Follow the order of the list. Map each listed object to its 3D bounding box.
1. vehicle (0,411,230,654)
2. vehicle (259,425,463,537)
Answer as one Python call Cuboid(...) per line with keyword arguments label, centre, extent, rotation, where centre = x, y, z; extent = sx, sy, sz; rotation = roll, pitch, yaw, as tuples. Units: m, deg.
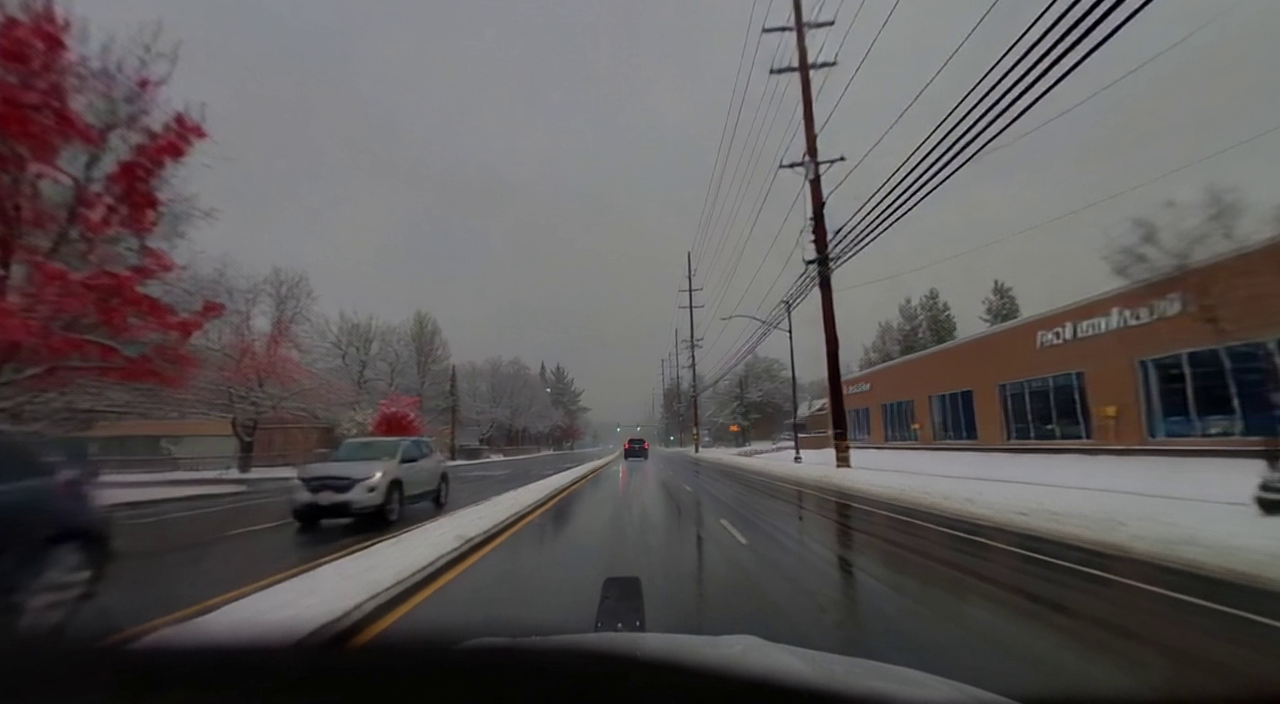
Cuboid(label="vehicle", centre=(-5.022, 1.166, 3.916), extent=(1.909, 1.524, 4.614), rotation=(-2, -8, 0))
Cuboid(label="vehicle", centre=(-5.032, 2.340, 12.233), extent=(1.993, 1.680, 4.386), rotation=(-2, -8, -1))
